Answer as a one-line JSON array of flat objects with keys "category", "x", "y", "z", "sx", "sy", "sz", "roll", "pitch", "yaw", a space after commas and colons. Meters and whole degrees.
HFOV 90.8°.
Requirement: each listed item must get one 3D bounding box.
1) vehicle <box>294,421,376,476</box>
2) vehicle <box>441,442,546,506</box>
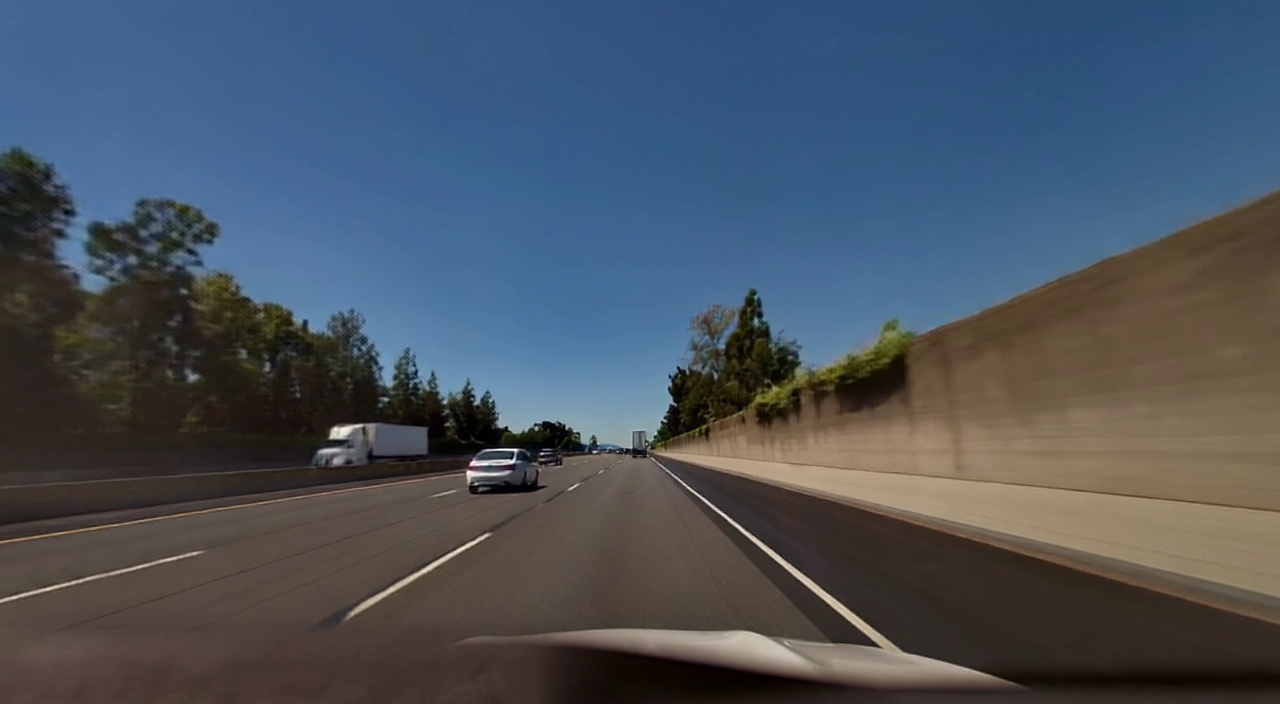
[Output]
[{"category": "vehicle", "x": -23.021, "y": 7.344, "z": 48.073, "sx": 3.230, "sy": 3.869, "sz": 5.810, "roll": 0, "pitch": -9, "yaw": 0}, {"category": "vehicle", "x": -3.816, "y": 3.228, "z": 17.085, "sx": 1.893, "sy": 1.521, "sz": 3.742, "roll": 0, "pitch": -9, "yaw": 1}]
